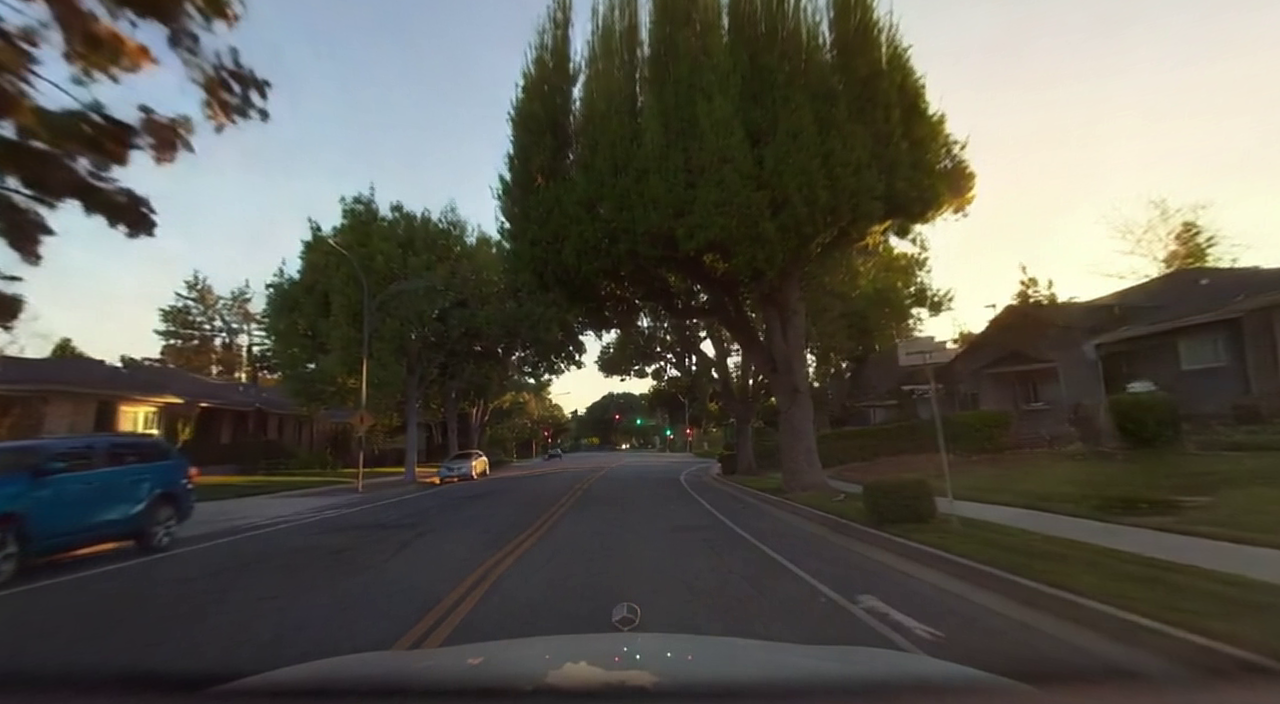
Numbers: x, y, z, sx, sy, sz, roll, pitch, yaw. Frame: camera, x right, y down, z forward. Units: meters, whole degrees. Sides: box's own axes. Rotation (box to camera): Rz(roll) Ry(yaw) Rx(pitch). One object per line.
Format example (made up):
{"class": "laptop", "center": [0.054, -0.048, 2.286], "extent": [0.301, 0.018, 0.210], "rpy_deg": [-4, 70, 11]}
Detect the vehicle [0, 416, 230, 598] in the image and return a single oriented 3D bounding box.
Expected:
{"class": "vehicle", "center": [-7.614, 1.826, 7.860], "extent": [2.209, 1.807, 4.432], "rpy_deg": [-2, -8, -3]}

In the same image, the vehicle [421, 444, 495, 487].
{"class": "vehicle", "center": [-8.293, 5.163, 29.203], "extent": [2.130, 1.692, 4.544], "rpy_deg": [-2, -8, 0]}
